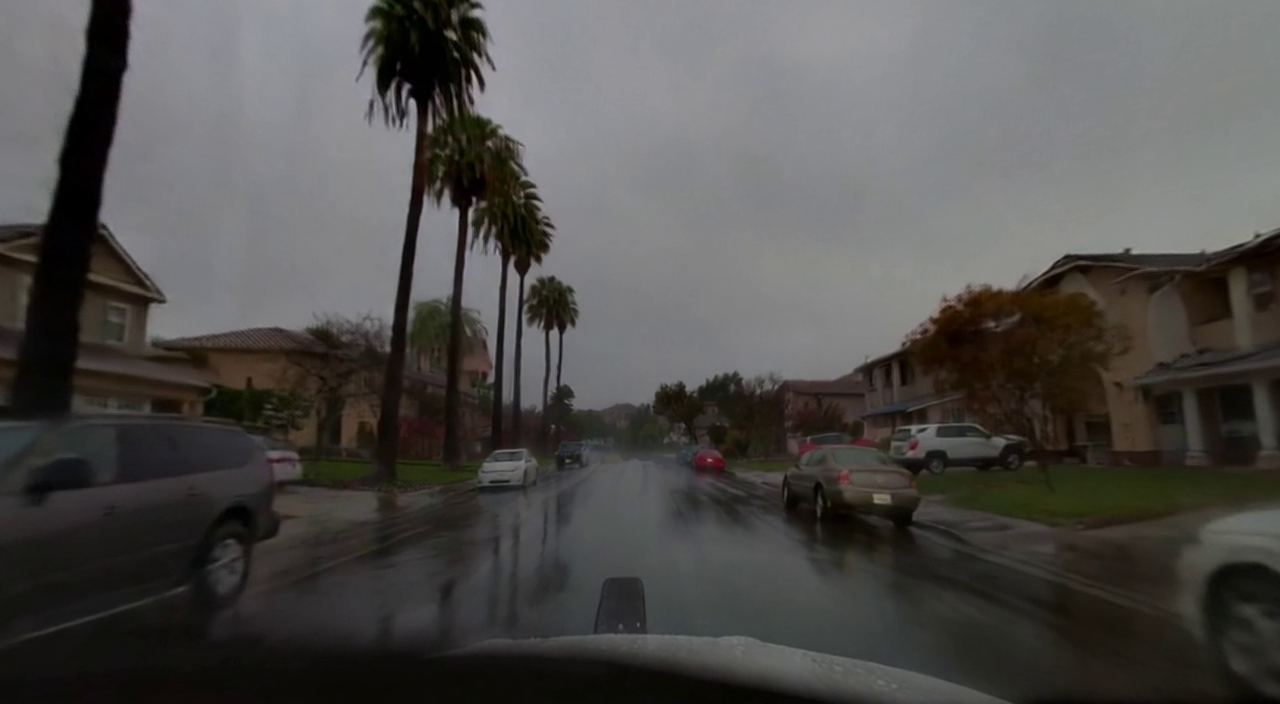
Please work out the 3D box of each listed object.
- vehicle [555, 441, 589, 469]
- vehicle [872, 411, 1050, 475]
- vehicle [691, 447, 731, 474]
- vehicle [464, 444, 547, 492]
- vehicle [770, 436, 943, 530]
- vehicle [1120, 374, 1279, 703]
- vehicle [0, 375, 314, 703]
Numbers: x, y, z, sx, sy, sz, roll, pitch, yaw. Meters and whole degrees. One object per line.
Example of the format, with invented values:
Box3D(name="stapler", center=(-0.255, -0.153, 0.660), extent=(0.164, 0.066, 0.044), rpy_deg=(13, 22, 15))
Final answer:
Box3D(name="vehicle", center=(-5.038, 7.533, 46.512), extent=(2.106, 1.914, 4.363), rpy_deg=(2, -8, -11))
Box3D(name="vehicle", center=(10.684, 3.075, 21.321), extent=(4.871, 1.931, 1.929), rpy_deg=(-1, -9, -1))
Box3D(name="vehicle", center=(4.197, 6.477, 37.977), extent=(1.867, 1.480, 4.678), rpy_deg=(0, -9, 0))
Box3D(name="vehicle", center=(-4.652, 4.126, 22.600), extent=(2.080, 1.479, 4.531), rpy_deg=(0, -10, -2))
Box3D(name="vehicle", center=(4.099, 2.539, 12.824), extent=(1.987, 1.567, 4.112), rpy_deg=(0, -9, -1))
Box3D(name="vehicle", center=(4.069, 0.776, 1.820), extent=(2.072, 1.685, 4.160), rpy_deg=(0, -9, 0))
Box3D(name="vehicle", center=(-4.656, 1.202, 4.629), extent=(2.147, 1.823, 4.725), rpy_deg=(0, -7, -2))
